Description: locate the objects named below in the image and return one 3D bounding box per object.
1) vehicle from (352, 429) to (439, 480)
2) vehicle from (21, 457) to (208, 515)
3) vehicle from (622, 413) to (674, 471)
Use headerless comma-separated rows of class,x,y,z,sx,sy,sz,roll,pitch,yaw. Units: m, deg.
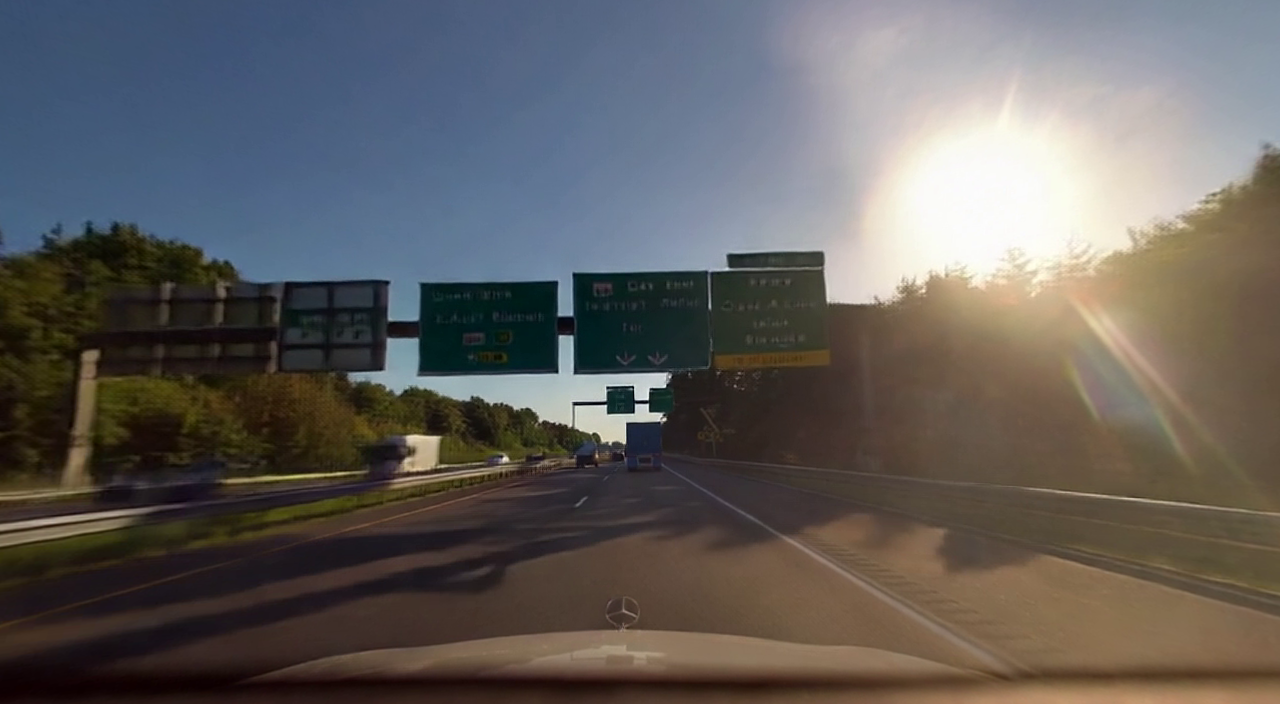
vehicle,-12.583,5.352,32.998,2.240,2.396,5.777,0,-9,0
vehicle,-15.402,3.911,18.899,1.788,1.457,4.431,0,-9,0
vehicle,0.326,7.233,49.883,3.341,3.725,18.015,0,-9,-1
